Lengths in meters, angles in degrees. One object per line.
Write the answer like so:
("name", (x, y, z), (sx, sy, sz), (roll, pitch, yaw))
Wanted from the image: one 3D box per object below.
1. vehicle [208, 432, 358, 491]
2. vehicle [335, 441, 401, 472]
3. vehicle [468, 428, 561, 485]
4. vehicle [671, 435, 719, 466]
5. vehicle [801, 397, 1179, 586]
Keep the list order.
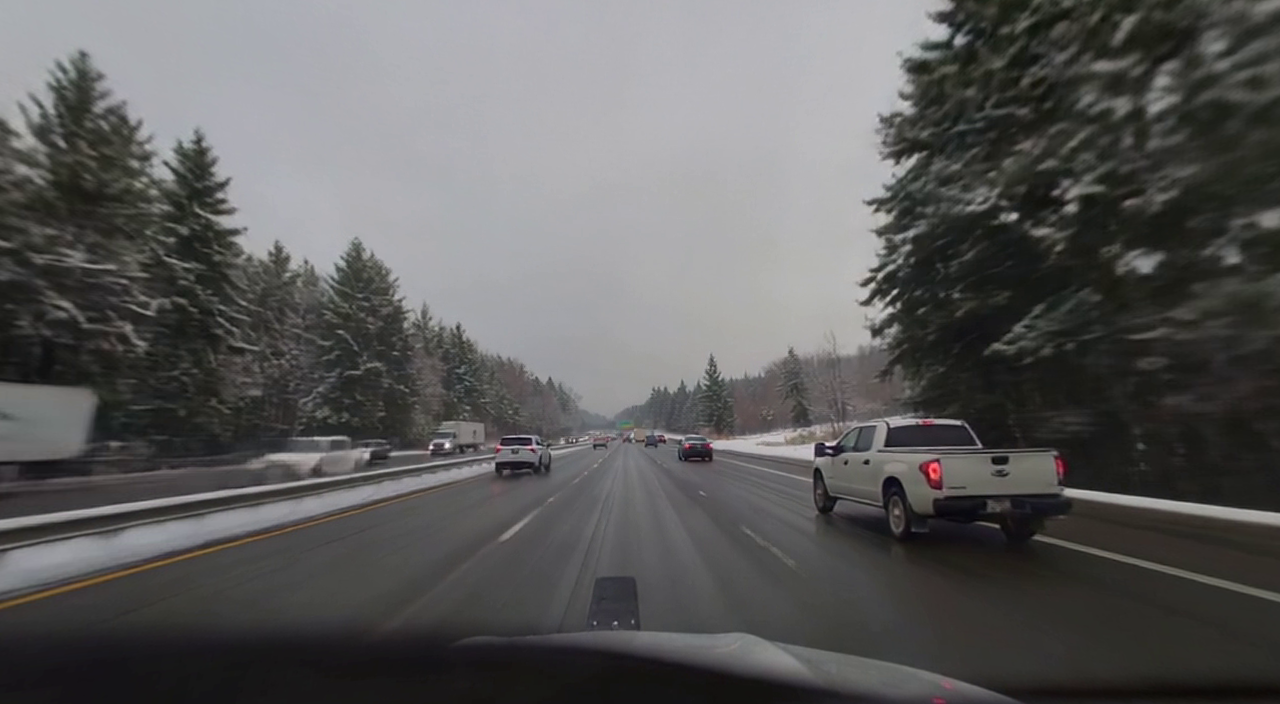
("vehicle", (-11.660, 3.569, 21.120), (2.084, 1.704, 5.029), (0, -8, 0))
("vehicle", (-15.789, 6.065, 36.845), (1.935, 1.619, 4.445), (0, -8, -2))
("vehicle", (-3.884, 3.323, 20.447), (2.011, 1.614, 4.808), (0, -8, 0))
("vehicle", (2.752, 5.042, 32.600), (1.990, 1.480, 3.865), (0, -8, -2))
("vehicle", (3.696, 1.544, 7.970), (1.949, 1.639, 4.748), (0, -8, -2))
